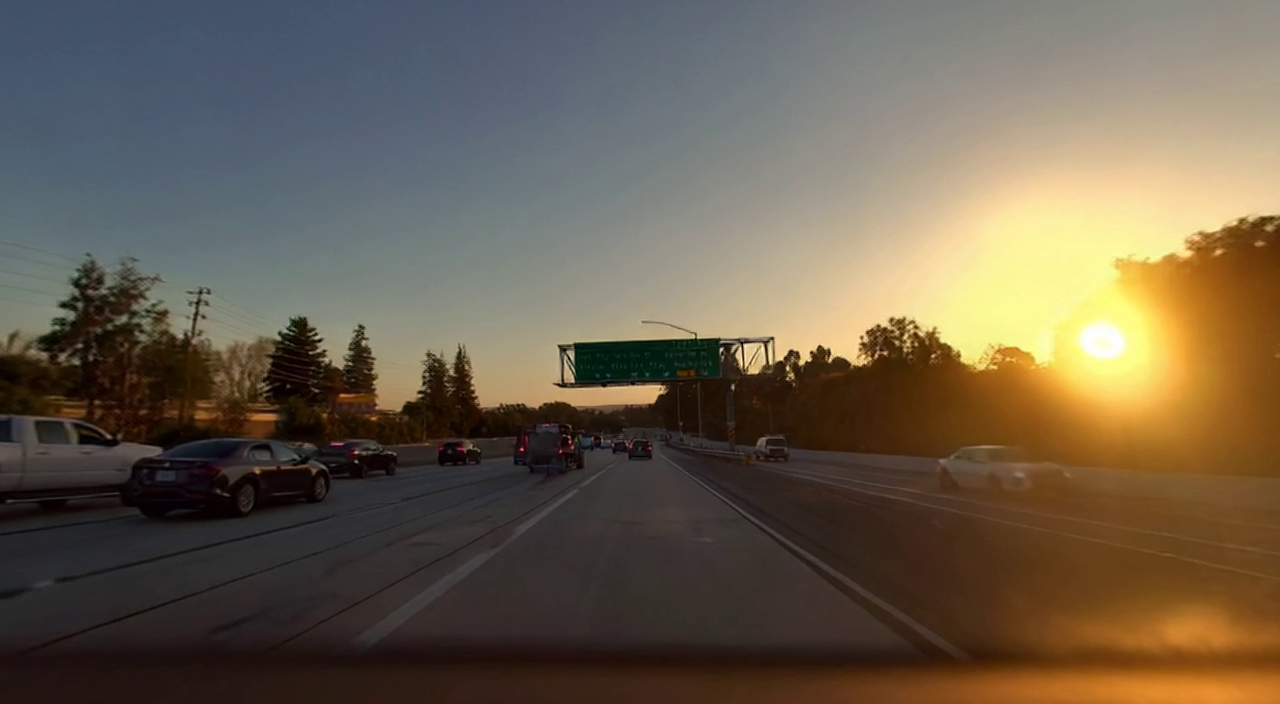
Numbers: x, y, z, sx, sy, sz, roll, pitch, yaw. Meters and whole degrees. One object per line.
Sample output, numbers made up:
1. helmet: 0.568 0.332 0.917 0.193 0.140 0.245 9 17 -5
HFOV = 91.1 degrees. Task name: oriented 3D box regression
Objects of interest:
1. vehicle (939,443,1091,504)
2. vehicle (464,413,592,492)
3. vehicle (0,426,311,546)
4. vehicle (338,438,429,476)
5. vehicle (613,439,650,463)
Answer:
1. vehicle: 11.672 3.762 20.022 2.048 1.720 4.524 0 -8 0
2. vehicle: -3.227 3.145 19.981 2.815 2.092 6.526 0 -8 1
3. vehicle: -7.563 2.006 10.141 1.964 1.481 4.425 0 -8 2
4. vehicle: -10.888 4.483 27.070 1.884 1.453 4.579 0 -8 2
5. vehicle: -0.491 6.508 41.371 2.013 1.444 4.447 -1 -8 5
